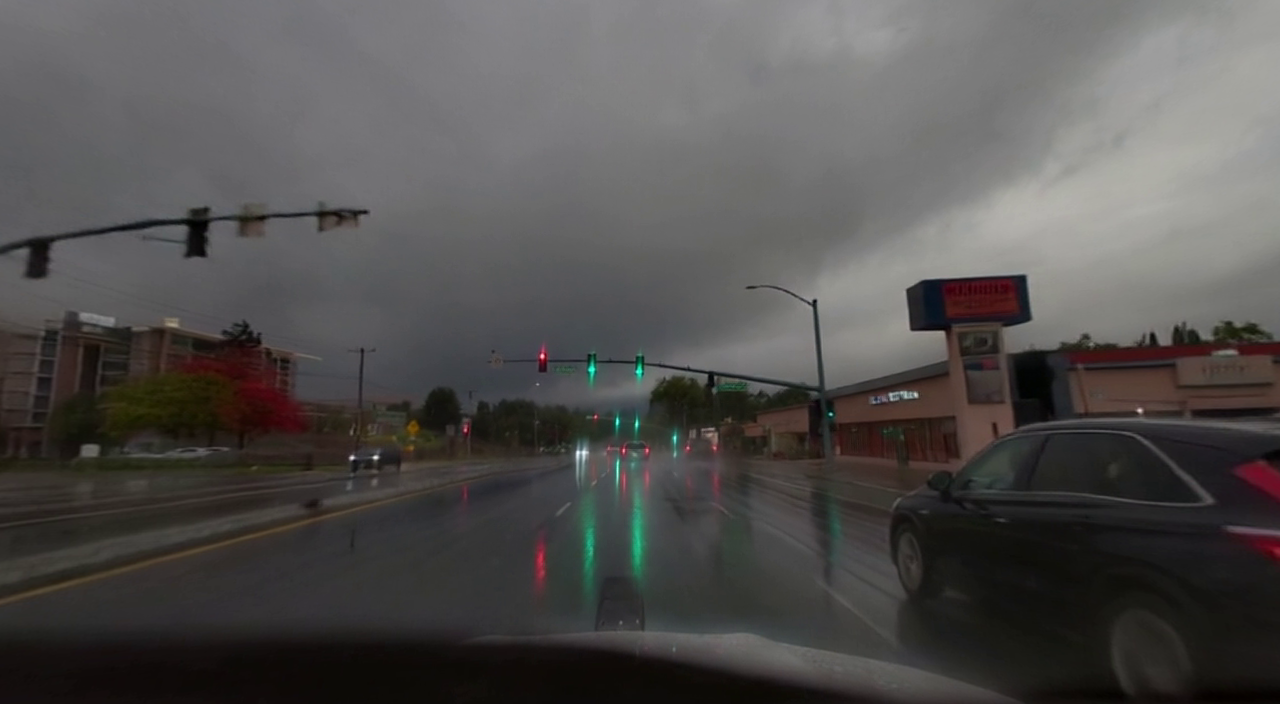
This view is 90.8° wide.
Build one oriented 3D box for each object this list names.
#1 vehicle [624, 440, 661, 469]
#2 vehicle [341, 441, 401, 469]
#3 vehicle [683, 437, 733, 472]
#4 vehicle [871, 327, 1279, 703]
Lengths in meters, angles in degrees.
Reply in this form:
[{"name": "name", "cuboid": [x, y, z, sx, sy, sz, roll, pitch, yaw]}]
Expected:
[{"name": "vehicle", "cuboid": [0.080, 5.911, 36.548, 2.023, 1.532, 3.891, 0, -8, -1]}, {"name": "vehicle", "cuboid": [-18.181, 6.964, 42.963, 2.069, 1.776, 4.543, 0, -8, 0]}, {"name": "vehicle", "cuboid": [3.485, 5.344, 33.104, 2.085, 1.668, 4.077, 0, -8, -1]}, {"name": "vehicle", "cuboid": [3.055, 0.955, 3.336, 1.969, 1.682, 4.387, 0, -8, 0]}]
